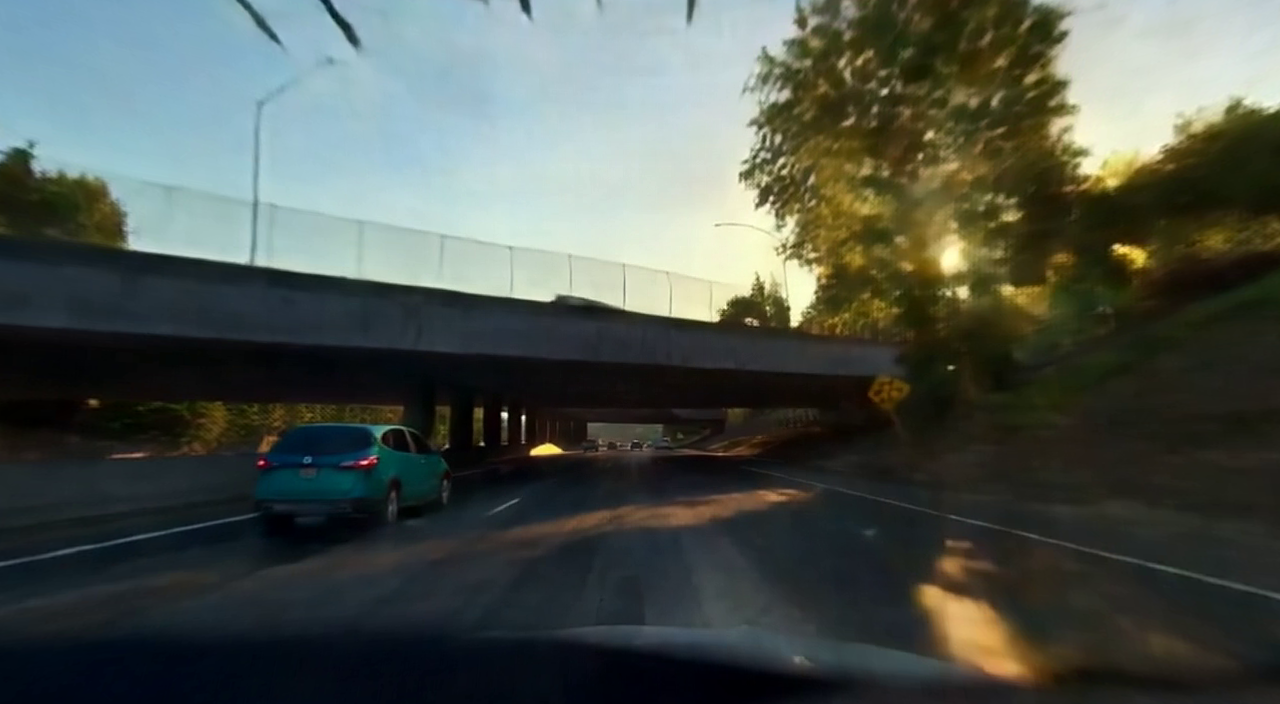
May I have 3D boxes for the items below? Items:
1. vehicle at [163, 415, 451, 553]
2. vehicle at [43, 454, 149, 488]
[{"bbox_3d":[-4.736,1.924,9.892,2.125,1.662,4.336,0,-8,0],"label":"vehicle"},{"bbox_3d":[-27.887,6.082,32.386,1.773,1.554,4.111,0,-8,-1],"label":"vehicle"}]
